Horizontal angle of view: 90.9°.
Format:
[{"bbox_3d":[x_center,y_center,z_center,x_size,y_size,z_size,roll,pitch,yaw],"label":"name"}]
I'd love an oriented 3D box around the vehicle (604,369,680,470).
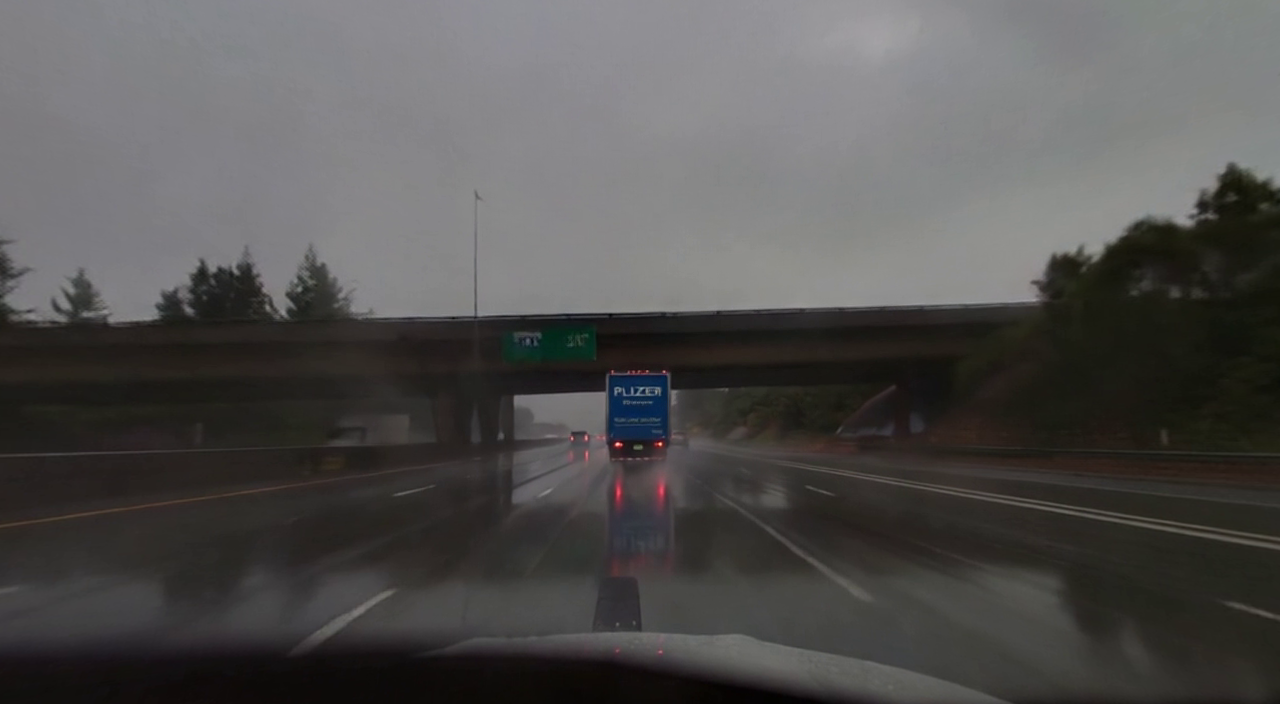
[{"bbox_3d":[-0.046,3.422,30.597,2.926,3.959,11.818,0,-8,-1],"label":"vehicle"}]
